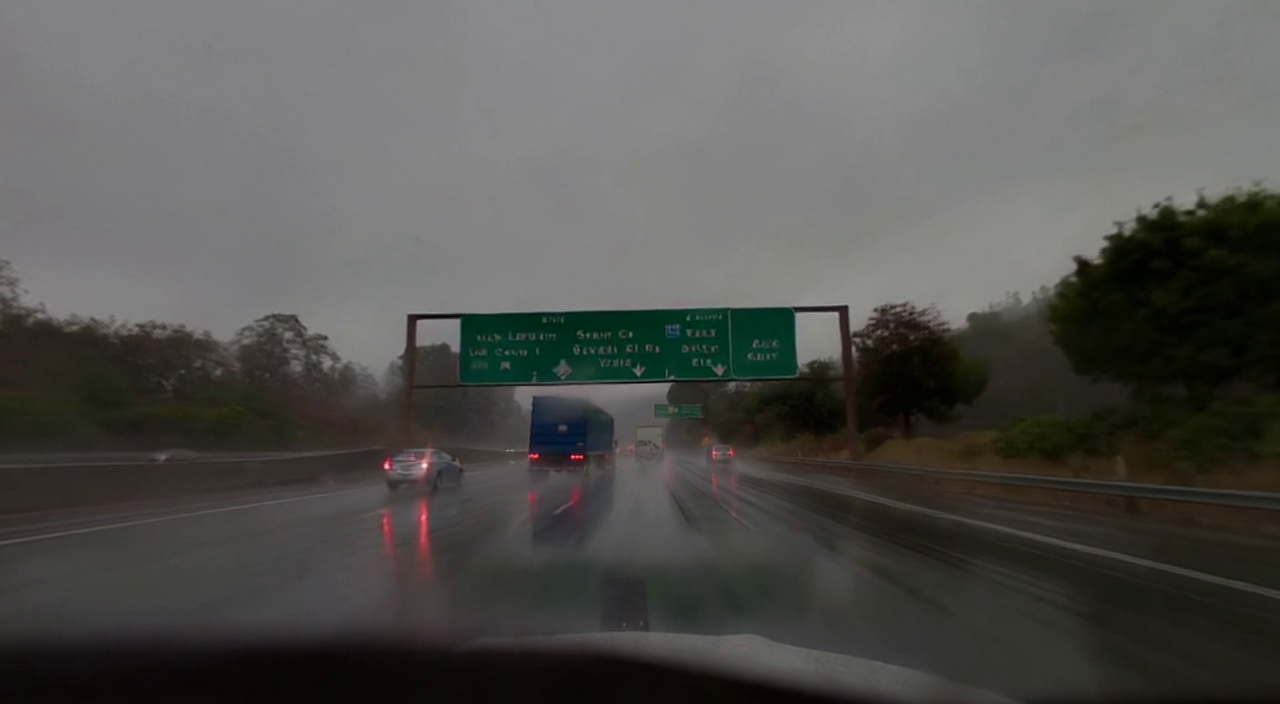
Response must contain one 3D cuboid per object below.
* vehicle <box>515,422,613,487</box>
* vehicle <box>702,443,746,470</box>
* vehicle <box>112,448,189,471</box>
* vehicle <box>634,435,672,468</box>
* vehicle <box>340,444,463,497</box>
[{"bbox_3d":[-3.192,5.050,31.845,2.854,2.379,16.653,0,-9,0],"label":"vehicle"},{"bbox_3d":[4.897,6.146,37.269,1.993,1.474,4.230,0,-8,0],"label":"vehicle"},{"bbox_3d":[-34.667,7.620,44.859,1.771,1.463,4.484,-1,-8,2],"label":"vehicle"},{"bbox_3d":[0.880,6.465,41.096,2.309,2.023,5.130,-1,-8,1],"label":"vehicle"},{"bbox_3d":[-7.286,3.638,19.873,1.965,1.437,4.592,-1,-8,1],"label":"vehicle"}]
